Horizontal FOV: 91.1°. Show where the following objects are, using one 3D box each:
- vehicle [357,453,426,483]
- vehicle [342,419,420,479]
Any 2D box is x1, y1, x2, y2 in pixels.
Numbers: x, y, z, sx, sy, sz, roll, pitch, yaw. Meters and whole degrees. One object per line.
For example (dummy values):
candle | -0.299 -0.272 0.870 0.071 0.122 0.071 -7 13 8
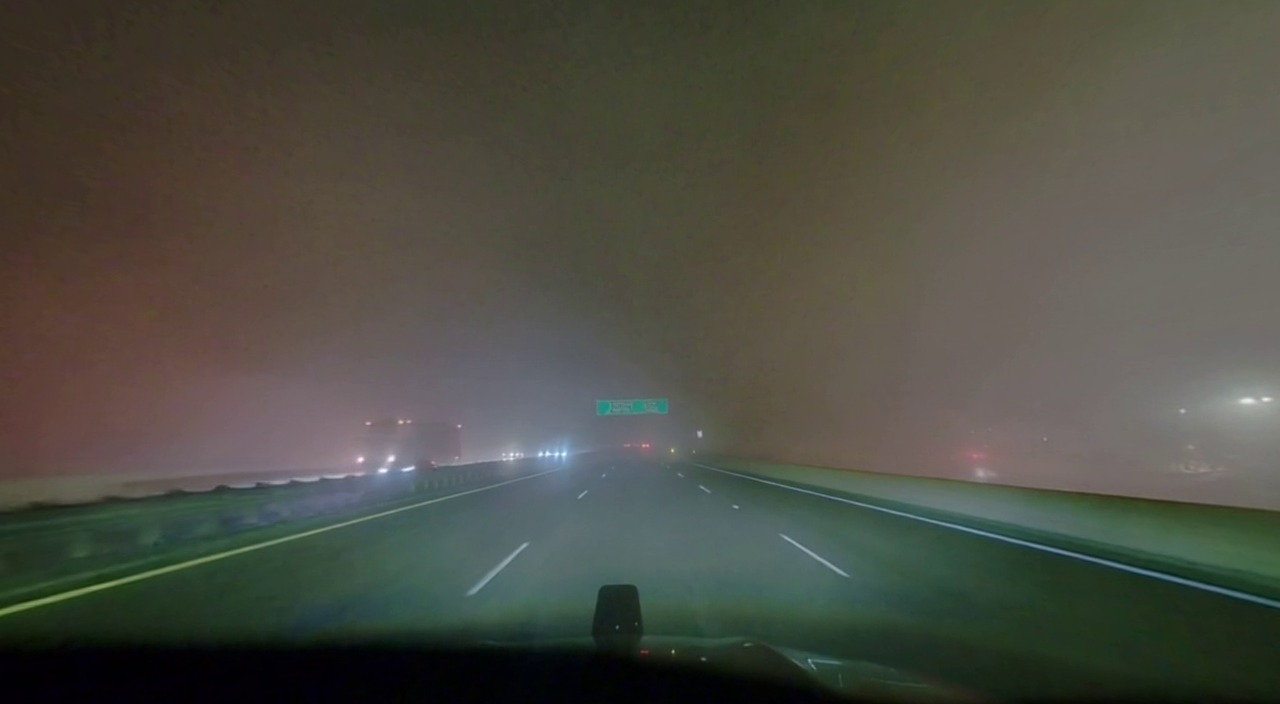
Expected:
vehicle | -13.004 6.075 33.228 1.816 1.473 4.499 0 -9 0
vehicle | -18.304 6.929 44.944 3.032 3.987 5.941 0 -9 -1
